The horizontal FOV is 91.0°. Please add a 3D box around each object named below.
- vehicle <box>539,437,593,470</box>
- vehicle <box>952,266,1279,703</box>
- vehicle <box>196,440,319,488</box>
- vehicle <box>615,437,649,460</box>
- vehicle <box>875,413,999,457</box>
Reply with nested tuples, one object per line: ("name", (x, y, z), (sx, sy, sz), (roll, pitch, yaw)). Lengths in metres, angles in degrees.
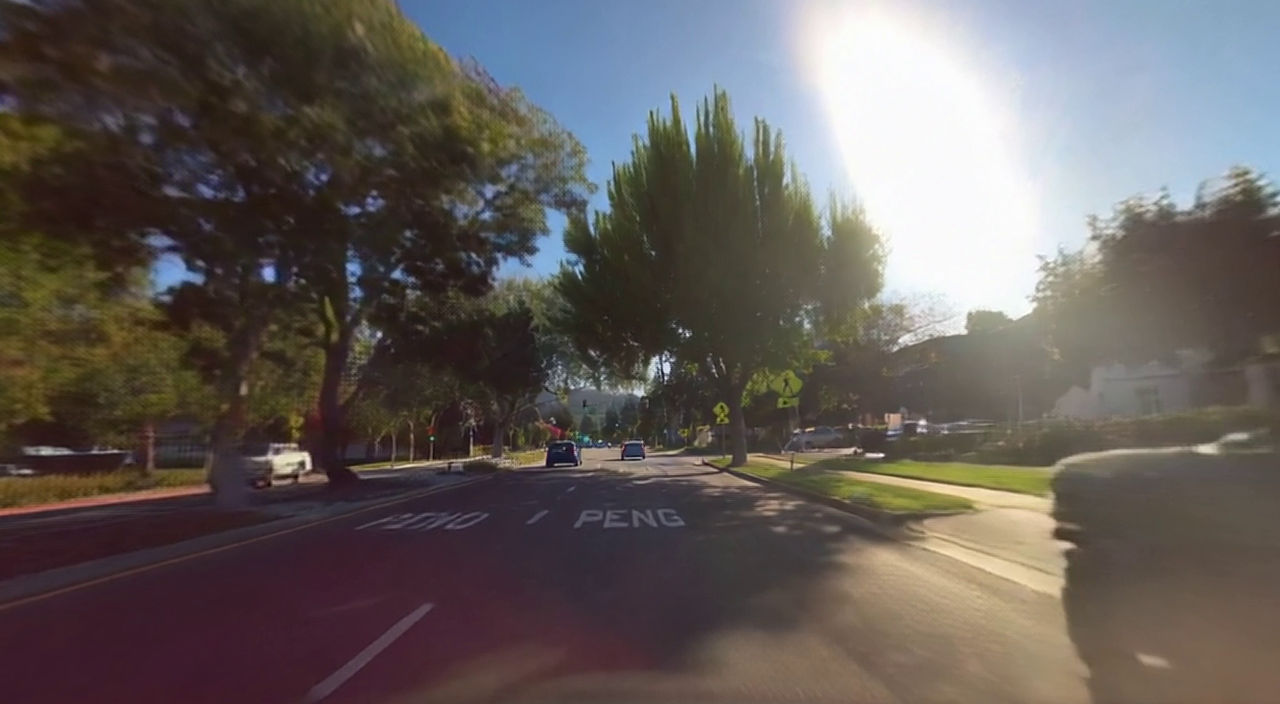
("vehicle", (-3.472, 4.877, 30.491), (2.083, 1.460, 4.527), (0, -8, 0))
("vehicle", (3.168, 0.562, 1.237), (2.188, 1.887, 5.532), (0, -8, -1))
("vehicle", (-15.730, 4.602, 26.272), (2.074, 1.769, 4.704), (0, -8, 1))
("vehicle", (-0.525, 6.418, 41.922), (2.187, 1.478, 4.138), (0, -8, -1))
("vehicle", (12.569, 3.509, 26.731), (4.442, 1.752, 2.008), (2, -8, -16))
